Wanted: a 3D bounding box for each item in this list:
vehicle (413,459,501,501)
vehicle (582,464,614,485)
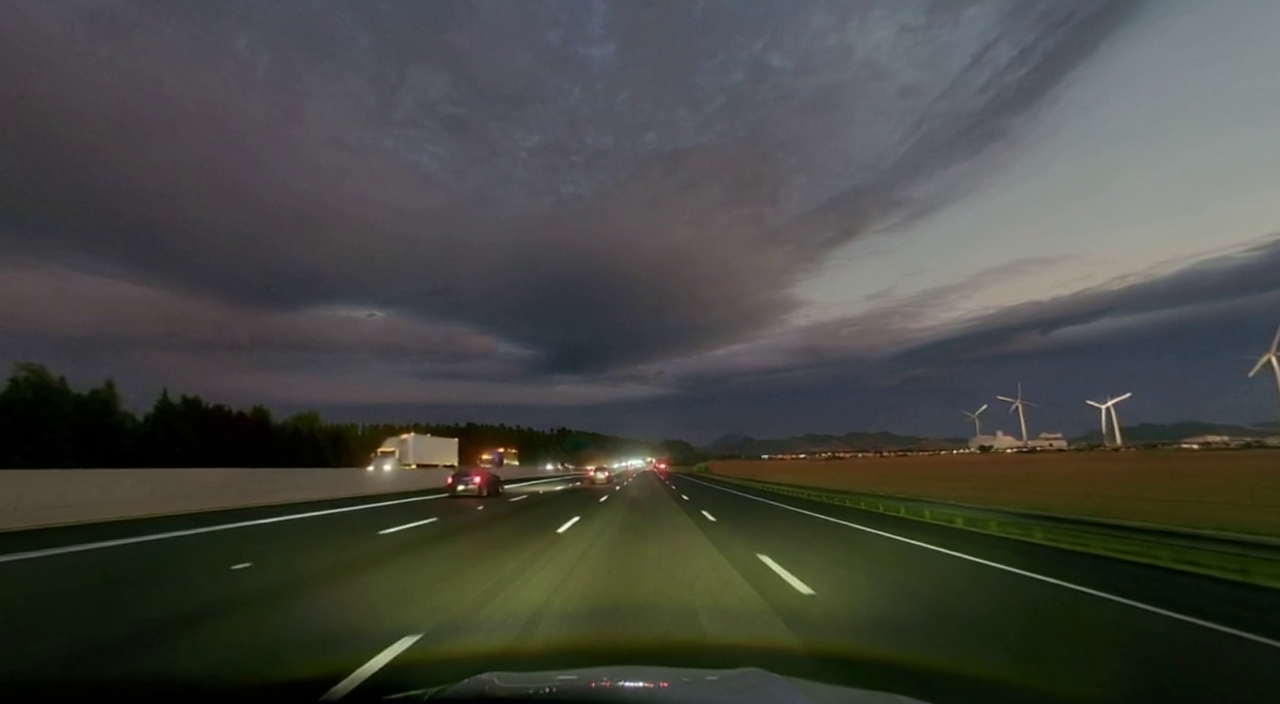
[{"bbox_3d":[-7.109,5.029,25.014,1.956,1.451,4.674,1,-10,1],"label":"vehicle"},{"bbox_3d":[-3.153,9.384,48.503,2.039,1.505,4.843,1,-10,1],"label":"vehicle"}]
